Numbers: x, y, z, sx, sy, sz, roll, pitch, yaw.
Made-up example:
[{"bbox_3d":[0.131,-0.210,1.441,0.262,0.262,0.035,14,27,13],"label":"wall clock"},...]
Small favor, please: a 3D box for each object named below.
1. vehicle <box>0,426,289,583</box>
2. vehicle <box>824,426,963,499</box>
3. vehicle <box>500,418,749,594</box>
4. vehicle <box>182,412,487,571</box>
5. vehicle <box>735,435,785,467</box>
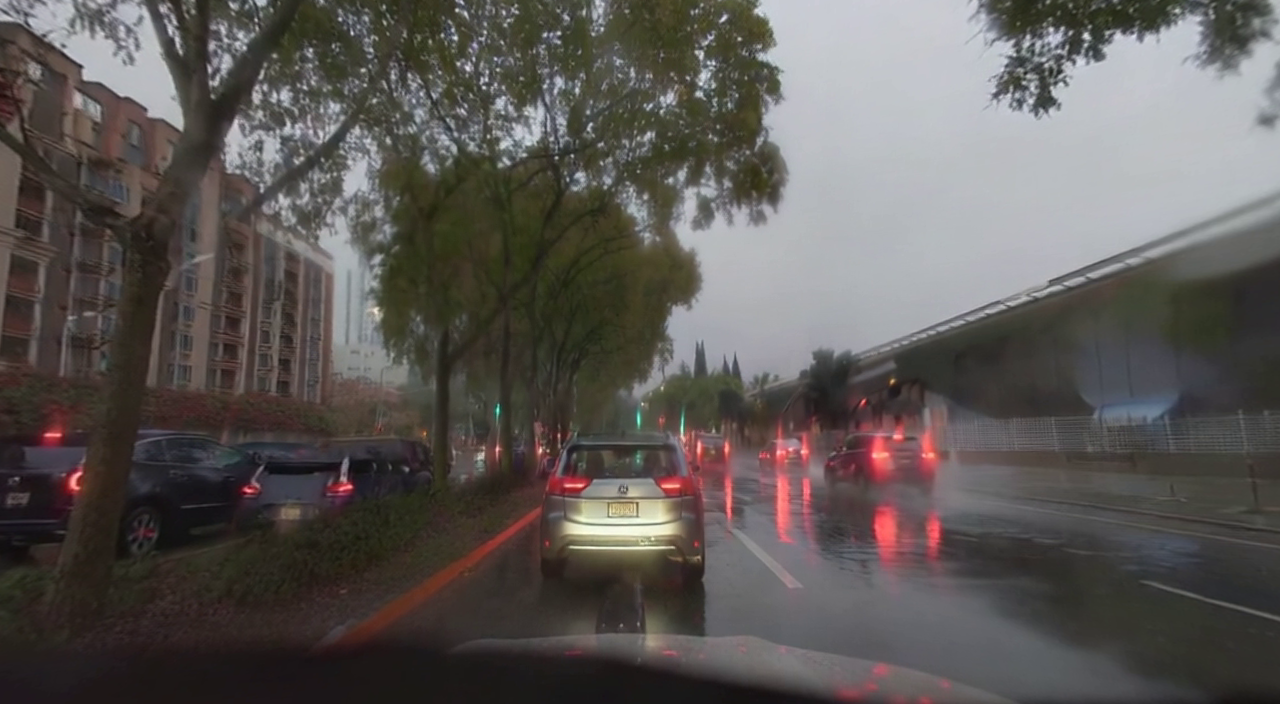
[{"bbox_3d":[-6.940,1.825,8.439,1.860,1.491,4.586,0,-9,0],"label":"vehicle"},{"bbox_3d":[6.372,2.832,16.482,1.895,1.633,4.030,0,-9,-1],"label":"vehicle"},{"bbox_3d":[-0.165,1.651,7.649,2.161,1.501,4.184,0,-9,-1],"label":"vehicle"},{"bbox_3d":[-3.710,1.779,8.800,2.009,1.619,4.376,0,-9,1],"label":"vehicle"},{"bbox_3d":[6.637,5.526,35.357,1.889,1.681,4.120,0,-9,-1],"label":"vehicle"}]
